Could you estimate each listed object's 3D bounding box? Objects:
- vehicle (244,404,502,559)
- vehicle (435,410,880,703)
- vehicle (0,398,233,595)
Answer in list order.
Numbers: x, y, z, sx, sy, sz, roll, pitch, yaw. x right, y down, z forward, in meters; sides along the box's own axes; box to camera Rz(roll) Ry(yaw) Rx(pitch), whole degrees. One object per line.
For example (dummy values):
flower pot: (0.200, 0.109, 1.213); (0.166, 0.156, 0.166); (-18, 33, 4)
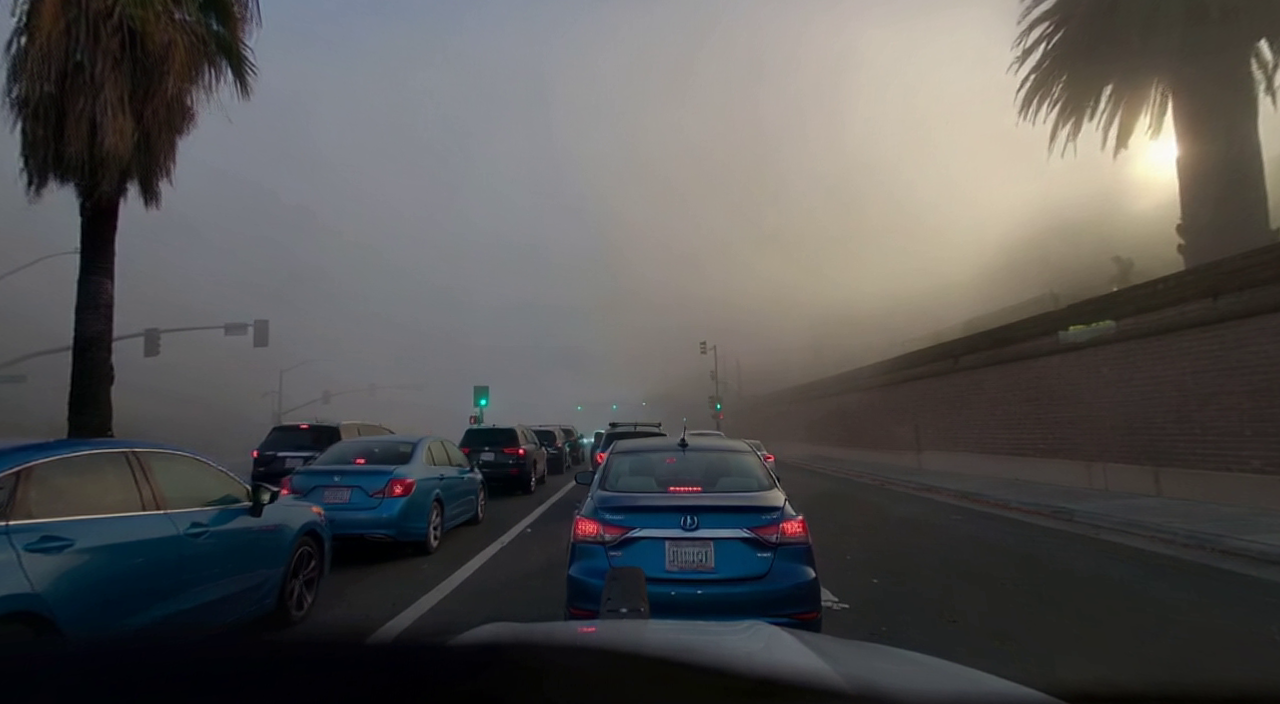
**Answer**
vehicle: (-3.507, 1.786, 9.305); (2.055, 1.746, 4.136); (0, -8, -1)
vehicle: (0.048, 1.342, 5.213); (2.128, 1.473, 4.272); (0, -8, -1)
vehicle: (-6.662, 1.407, 6.405); (1.963, 1.721, 4.662); (0, -8, -2)
